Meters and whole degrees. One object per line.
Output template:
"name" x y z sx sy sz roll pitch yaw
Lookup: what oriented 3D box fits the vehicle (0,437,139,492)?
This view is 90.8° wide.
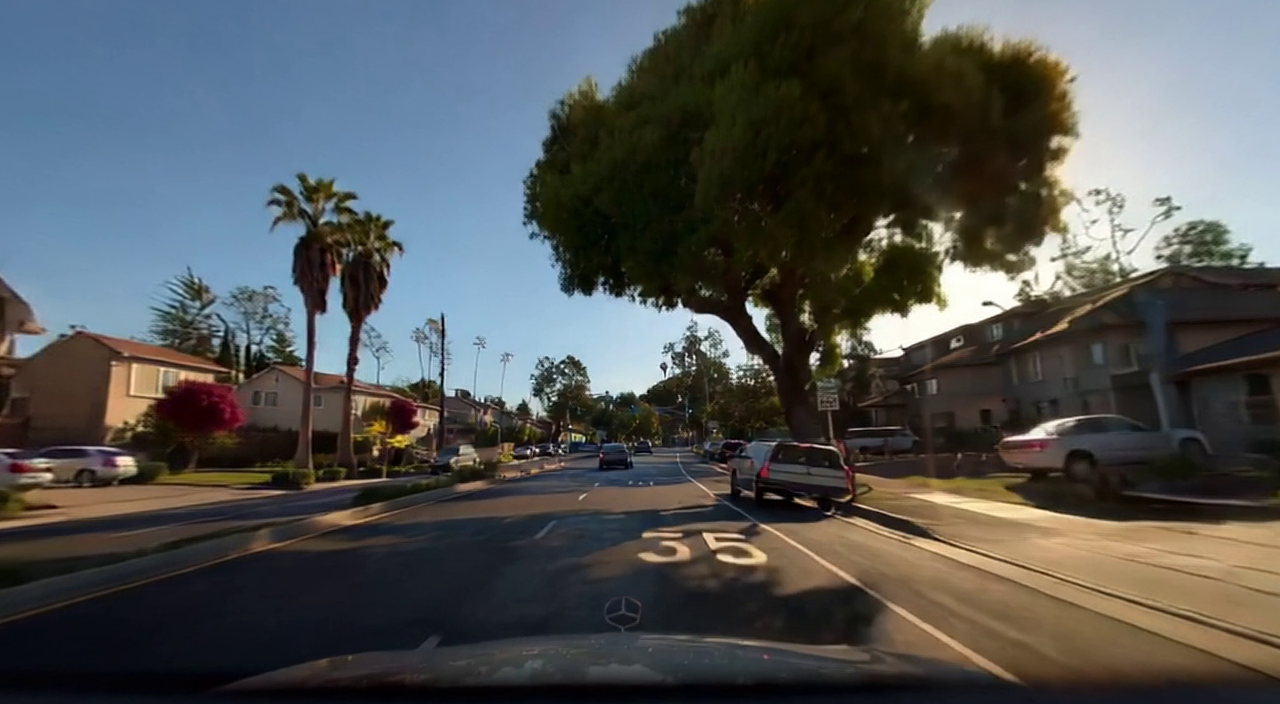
"vehicle" -21.667 4.174 23.631 4.072 1.928 1.992 0 -9 2

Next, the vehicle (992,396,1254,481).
"vehicle" 11.918 2.215 15.952 4.710 1.731 1.972 -4 -10 6

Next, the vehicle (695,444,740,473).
"vehicle" 4.081 5.696 33.938 2.037 1.425 4.621 0 -9 3

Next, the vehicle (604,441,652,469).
"vehicle" -0.588 5.810 35.769 2.035 1.474 4.284 -1 -9 8

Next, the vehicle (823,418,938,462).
"vehicle" 13.424 4.978 35.385 5.550 2.066 2.288 -8 -11 29

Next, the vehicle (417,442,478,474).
"vehicle" -12.692 7.036 41.950 2.131 1.902 4.924 -3 -9 5

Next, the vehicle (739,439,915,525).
"vehicle" 3.622 2.617 13.390 2.025 1.456 4.865 1 -9 -3

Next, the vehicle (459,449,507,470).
"vehicle" -11.907 8.176 48.260 1.866 1.501 4.681 -1 -9 8
